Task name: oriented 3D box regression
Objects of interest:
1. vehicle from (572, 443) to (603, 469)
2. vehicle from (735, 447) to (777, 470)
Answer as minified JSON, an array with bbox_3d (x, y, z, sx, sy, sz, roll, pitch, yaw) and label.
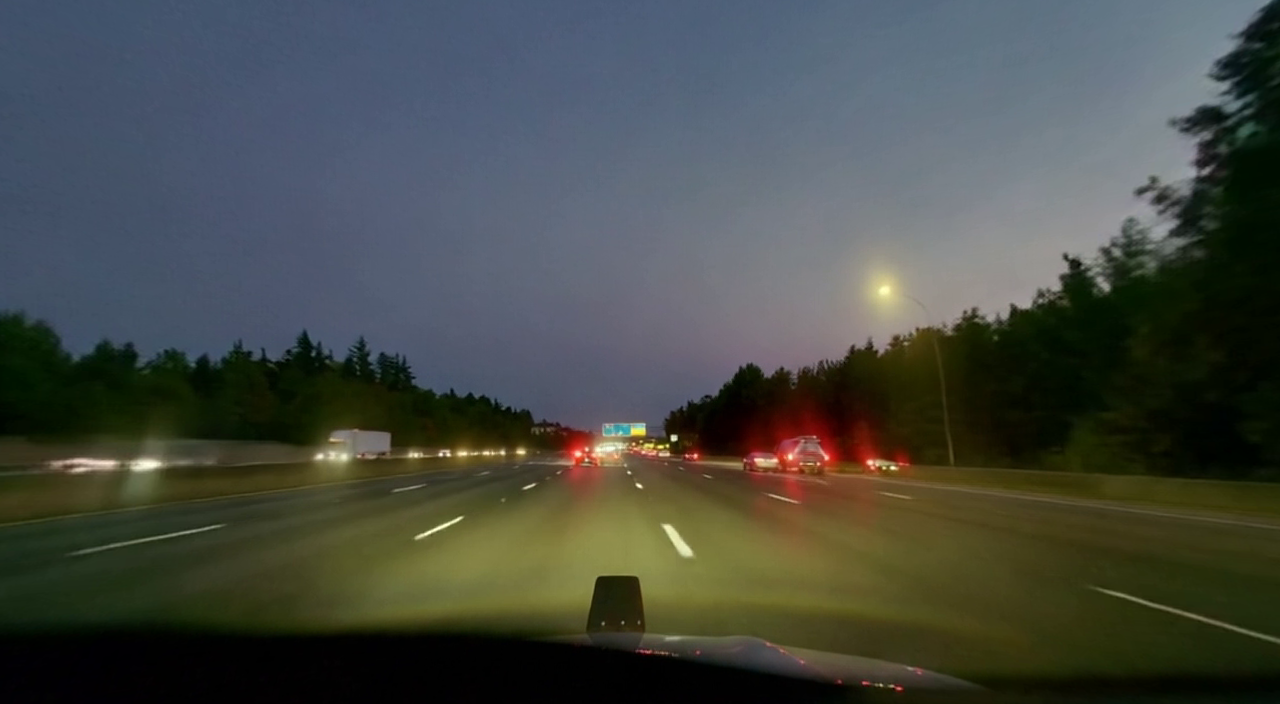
[{"bbox_3d":[-3.775,7.549,45.815,2.167,1.847,4.097,1,-9,-4],"label":"vehicle"},{"bbox_3d":[8.421,7.780,46.159,1.989,1.591,4.348,1,-9,-3],"label":"vehicle"}]
